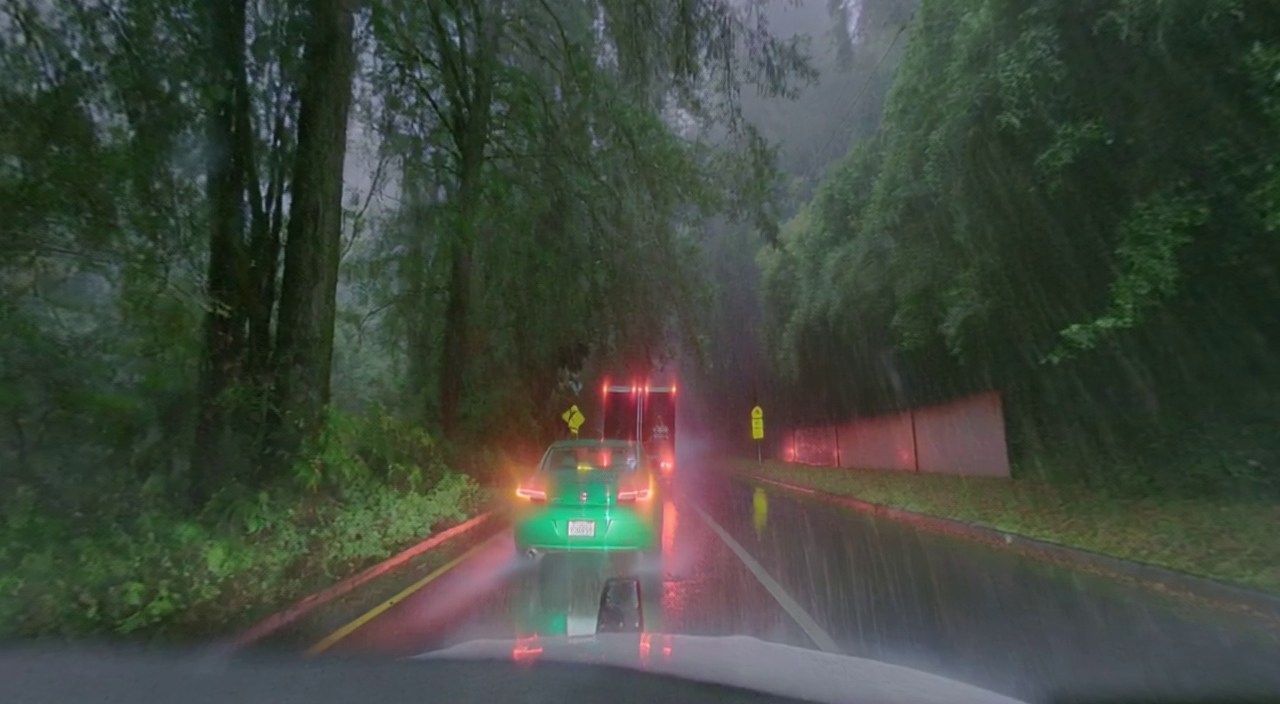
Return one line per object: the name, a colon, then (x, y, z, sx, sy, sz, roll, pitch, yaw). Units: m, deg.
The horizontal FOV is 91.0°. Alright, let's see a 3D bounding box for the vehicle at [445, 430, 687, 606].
vehicle: (-0.626, 1.739, 7.506, 2.076, 1.490, 4.078, 0, -9, 0)
